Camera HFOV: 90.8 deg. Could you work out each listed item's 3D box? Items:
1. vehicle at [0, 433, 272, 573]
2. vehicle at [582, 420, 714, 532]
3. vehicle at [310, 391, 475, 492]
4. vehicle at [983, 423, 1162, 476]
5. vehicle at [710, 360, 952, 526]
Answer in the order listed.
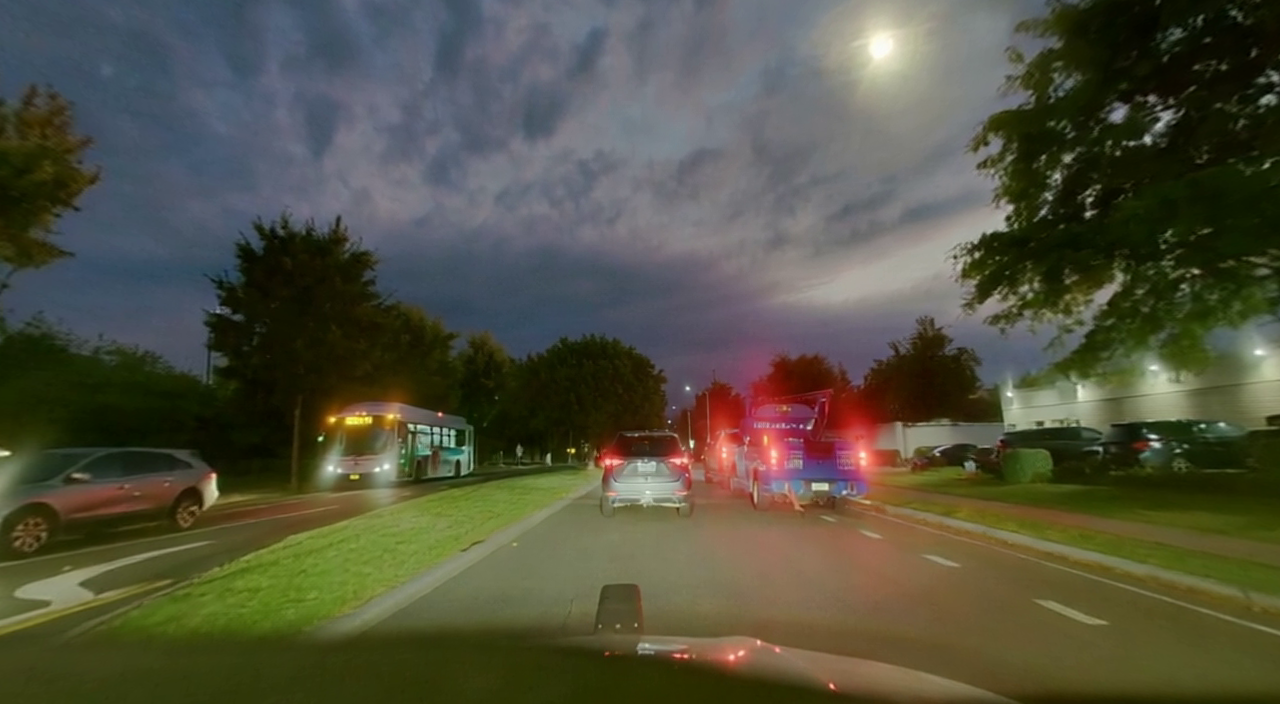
[{"bbox_3d":[-8.448,2.234,10.276,2.028,1.728,4.630,0,-8,1],"label":"vehicle"},{"bbox_3d":[0.103,2.478,13.368,2.157,1.816,5.804,0,-8,-1],"label":"vehicle"},{"bbox_3d":[-11.541,4.517,31.640,2.996,4.022,12.692,0,-8,1],"label":"vehicle"},{"bbox_3d":[14.542,3.306,21.479,4.452,1.554,2.158,-2,-8,-1],"label":"vehicle"},{"bbox_3d":[4.083,2.433,16.939,3.088,3.057,10.503,0,-8,-1],"label":"vehicle"}]
